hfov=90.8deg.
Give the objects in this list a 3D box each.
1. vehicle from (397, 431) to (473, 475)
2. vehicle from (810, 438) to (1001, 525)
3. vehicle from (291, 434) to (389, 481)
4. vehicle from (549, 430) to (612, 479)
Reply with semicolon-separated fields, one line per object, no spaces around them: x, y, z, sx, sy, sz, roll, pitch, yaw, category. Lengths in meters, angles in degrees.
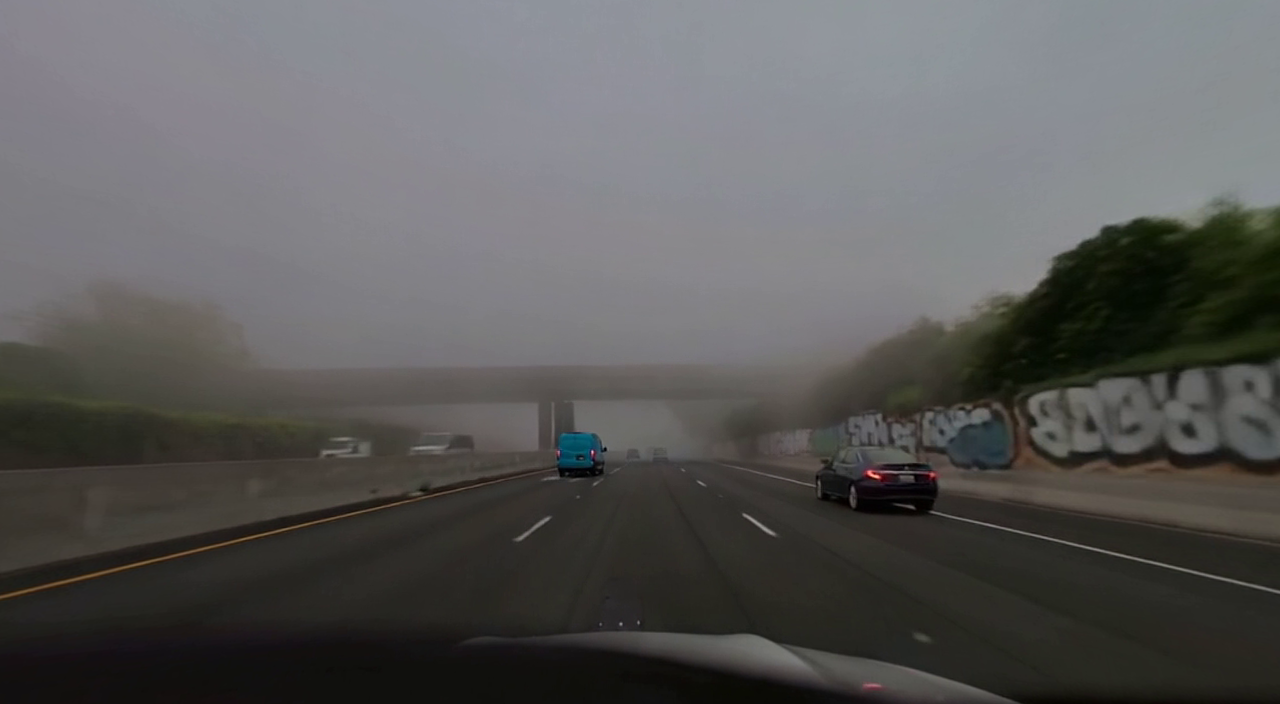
-11.711;5.842;36.611;2.321;2.316;5.836;0;-8;1;vehicle
5.238;2.592;13.284;1.972;1.492;4.623;0;-8;0;vehicle
-16.173;5.722;34.484;2.368;2.331;5.666;0;-8;2;vehicle
-2.566;4.643;28.814;2.310;2.030;5.094;0;-8;1;vehicle
